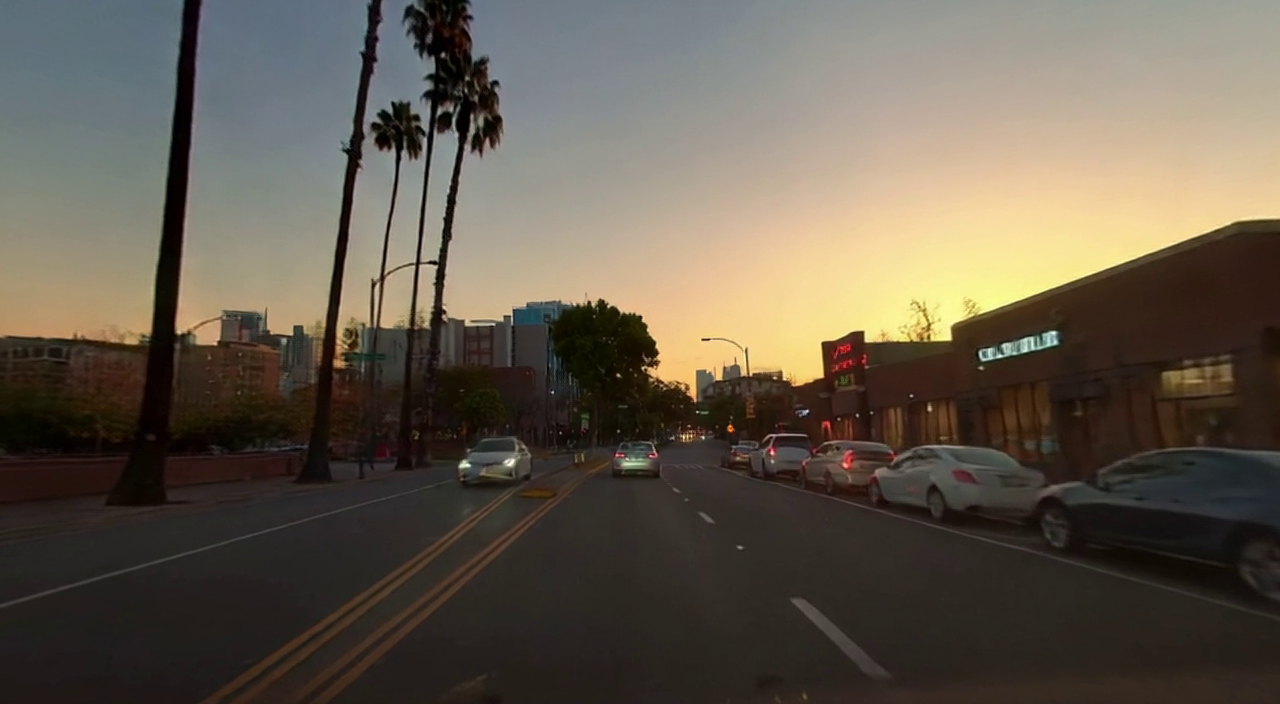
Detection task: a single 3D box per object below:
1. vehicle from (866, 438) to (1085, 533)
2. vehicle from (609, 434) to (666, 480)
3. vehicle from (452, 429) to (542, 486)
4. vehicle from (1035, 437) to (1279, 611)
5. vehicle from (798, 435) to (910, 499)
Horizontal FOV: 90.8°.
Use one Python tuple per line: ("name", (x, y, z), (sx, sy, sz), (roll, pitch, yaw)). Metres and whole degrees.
("vehicle", (6.234, 2.493, 12.453), (1.885, 1.506, 4.302), (0, -8, -1))
("vehicle", (-0.130, 4.156, 25.325), (2.063, 1.664, 4.471), (0, -8, -1))
("vehicle", (-4.882, 3.669, 22.278), (2.188, 1.797, 4.358), (0, -8, -1))
("vehicle", (6.362, 1.611, 6.365), (1.810, 1.472, 4.422), (0, -8, -1))
("vehicle", (6.061, 3.290, 18.431), (1.747, 1.619, 4.157), (0, -8, -1))
